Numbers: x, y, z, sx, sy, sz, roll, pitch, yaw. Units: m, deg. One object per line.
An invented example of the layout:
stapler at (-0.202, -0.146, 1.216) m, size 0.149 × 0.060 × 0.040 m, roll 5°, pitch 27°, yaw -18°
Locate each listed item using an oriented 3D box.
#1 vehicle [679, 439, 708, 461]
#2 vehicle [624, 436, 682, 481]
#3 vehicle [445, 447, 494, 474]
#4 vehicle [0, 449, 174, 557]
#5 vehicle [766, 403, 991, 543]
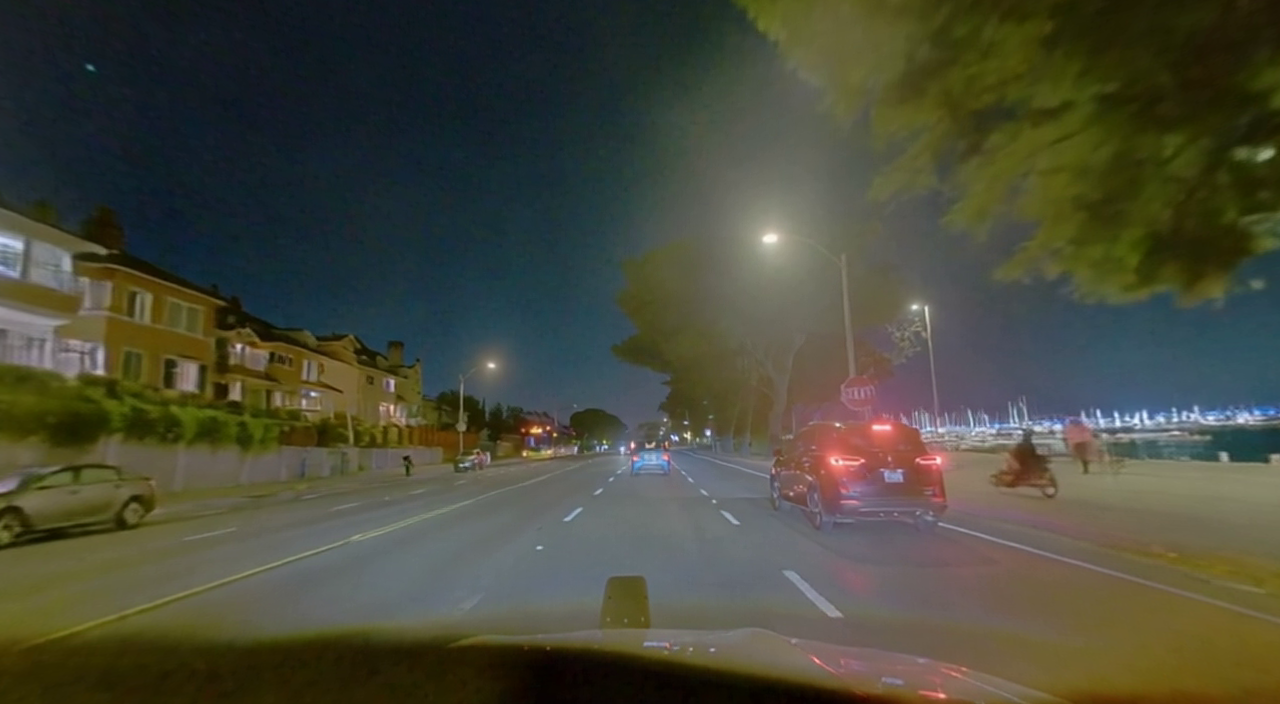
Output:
vehicle at (4.109, 7.604, 49.100) m, size 1.876 × 1.626 × 3.851 m, roll 0°, pitch -9°, yaw -1°
vehicle at (0.468, 4.197, 25.096) m, size 2.132 × 1.632 × 3.838 m, roll 0°, pitch -9°, yaw 0°
vehicle at (-10.151, 6.492, 37.838) m, size 1.731 × 1.489 × 3.841 m, roll -1°, pitch -9°, yaw 3°
vehicle at (-10.383, 2.499, 10.854) m, size 1.701 × 1.528 × 3.881 m, roll -1°, pitch -8°, yaw 1°
vehicle at (3.562, 1.916, 10.505) m, size 2.000 × 1.809 × 4.405 m, roll 0°, pitch -9°, yaw 0°
